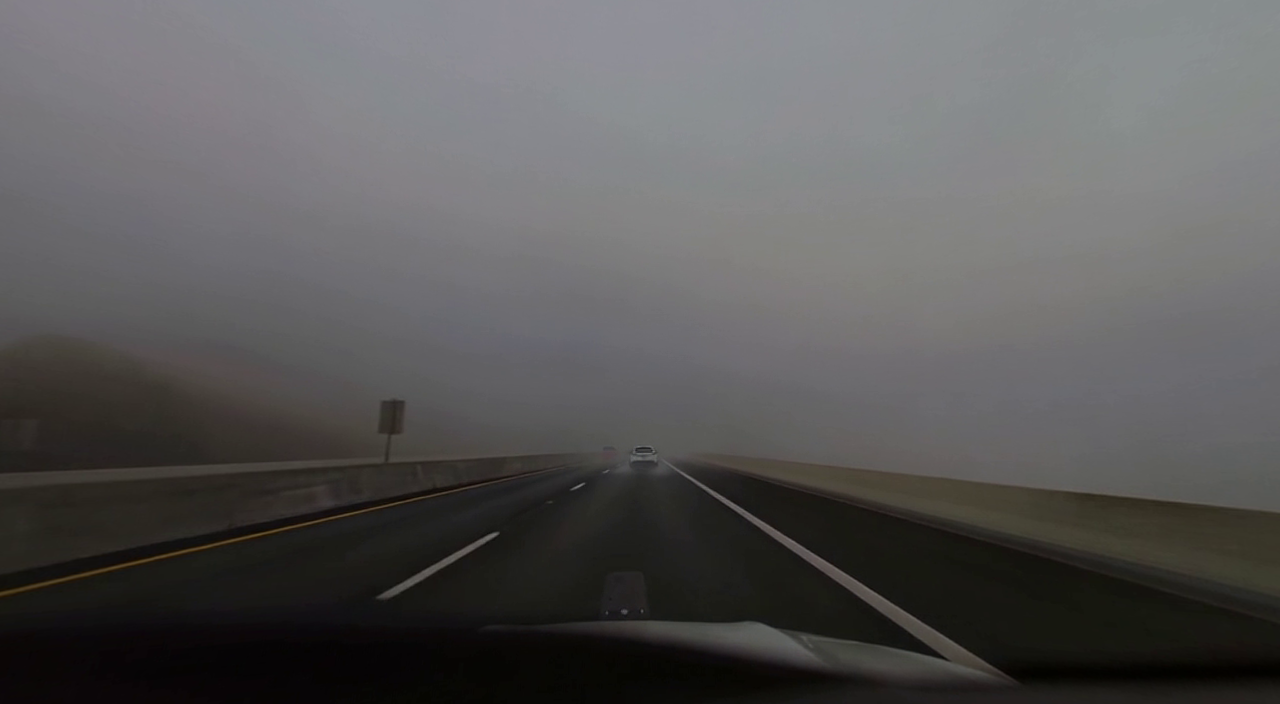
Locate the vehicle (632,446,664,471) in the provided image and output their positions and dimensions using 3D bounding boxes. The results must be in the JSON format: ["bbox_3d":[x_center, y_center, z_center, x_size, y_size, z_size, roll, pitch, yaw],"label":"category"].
[{"bbox_3d":[0.508,6.785,40.384,1.934,1.488,3.832,0,-9,0],"label":"vehicle"}]
